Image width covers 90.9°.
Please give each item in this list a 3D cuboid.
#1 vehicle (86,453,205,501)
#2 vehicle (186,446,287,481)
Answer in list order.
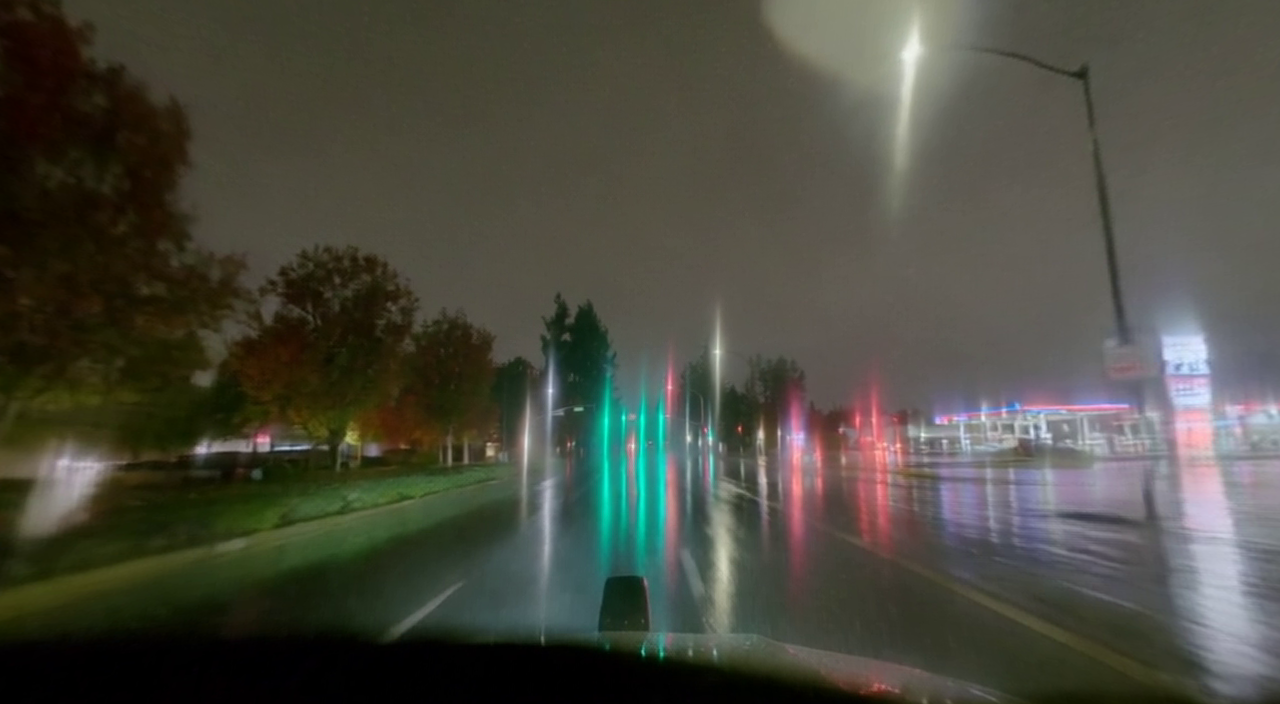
[{"bbox_3d":[-25.215,6.358,32.244,4.386,2.004,1.991,-4,-9,-2],"label":"vehicle"},{"bbox_3d":[-23.614,6.529,37.030,4.271,1.902,2.281,0,-9,1],"label":"vehicle"}]
